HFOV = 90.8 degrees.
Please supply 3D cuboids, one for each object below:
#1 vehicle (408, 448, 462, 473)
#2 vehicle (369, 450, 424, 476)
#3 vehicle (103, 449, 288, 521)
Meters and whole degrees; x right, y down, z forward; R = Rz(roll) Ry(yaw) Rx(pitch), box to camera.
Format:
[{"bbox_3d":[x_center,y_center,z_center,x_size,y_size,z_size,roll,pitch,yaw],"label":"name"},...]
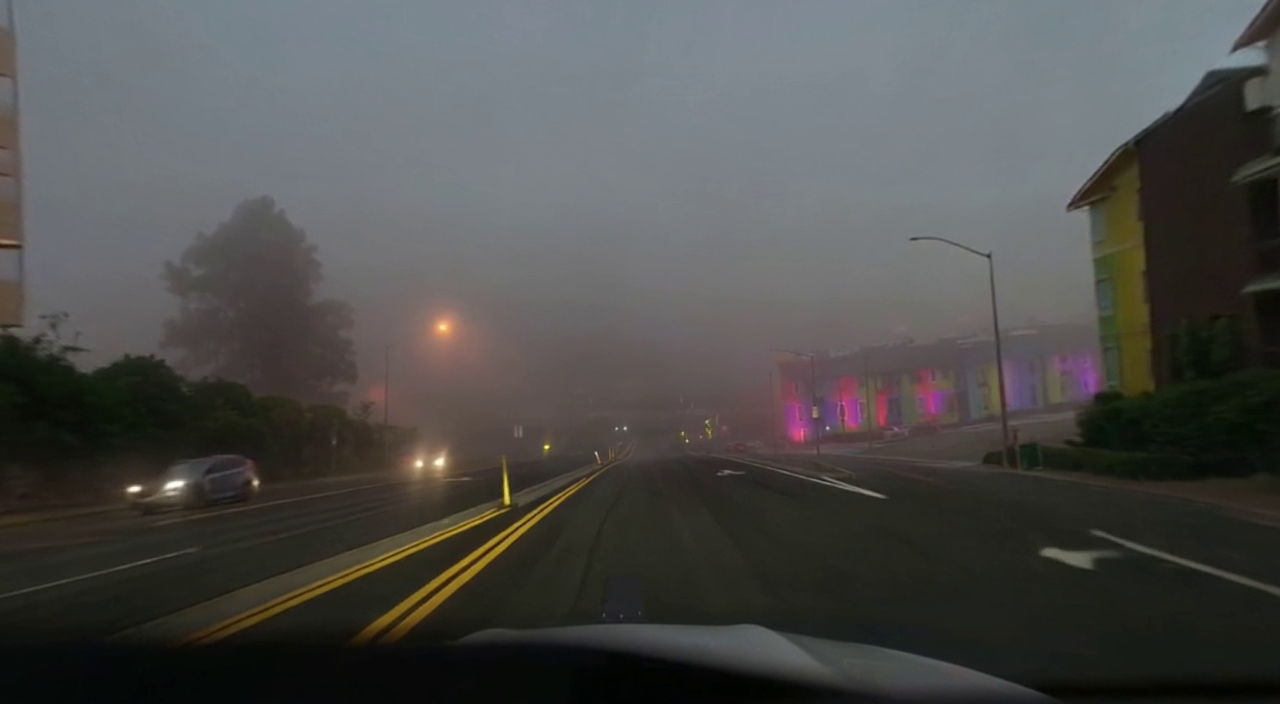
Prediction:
[{"bbox_3d":[-13.132,6.971,40.774,1.989,1.461,4.426,0,-8,0],"label":"vehicle"},{"bbox_3d":[-17.317,7.889,45.114,1.992,1.527,4.540,-1,-6,2],"label":"vehicle"},{"bbox_3d":[-11.425,3.384,16.805,2.145,1.559,4.967,2,-9,-12],"label":"vehicle"}]
